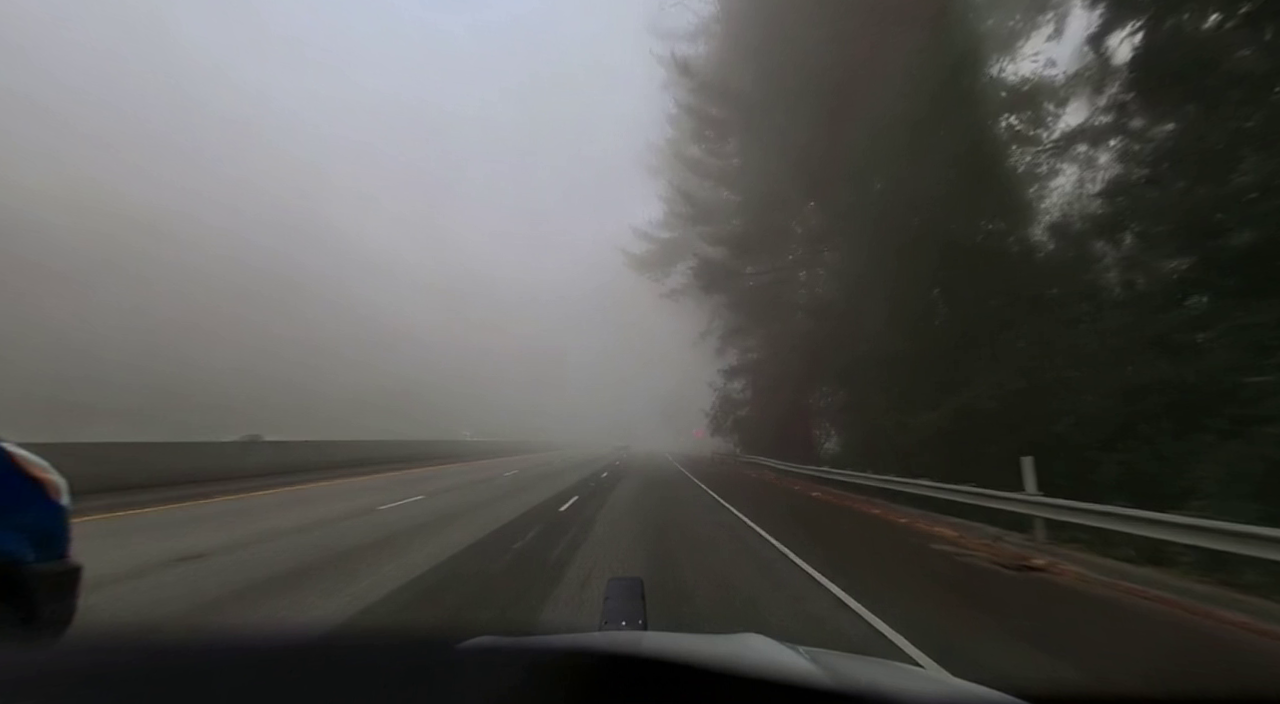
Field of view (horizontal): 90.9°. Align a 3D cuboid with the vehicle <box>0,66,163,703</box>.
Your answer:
[{"bbox_3d":[-3.927,-0.056,0.586,2.319,2.883,5.632,0,-8,2],"label":"vehicle"}]

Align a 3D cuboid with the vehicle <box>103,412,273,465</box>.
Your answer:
[{"bbox_3d":[-20.702,4.093,29.543,2.597,2.167,7.072,0,-8,1],"label":"vehicle"}]
